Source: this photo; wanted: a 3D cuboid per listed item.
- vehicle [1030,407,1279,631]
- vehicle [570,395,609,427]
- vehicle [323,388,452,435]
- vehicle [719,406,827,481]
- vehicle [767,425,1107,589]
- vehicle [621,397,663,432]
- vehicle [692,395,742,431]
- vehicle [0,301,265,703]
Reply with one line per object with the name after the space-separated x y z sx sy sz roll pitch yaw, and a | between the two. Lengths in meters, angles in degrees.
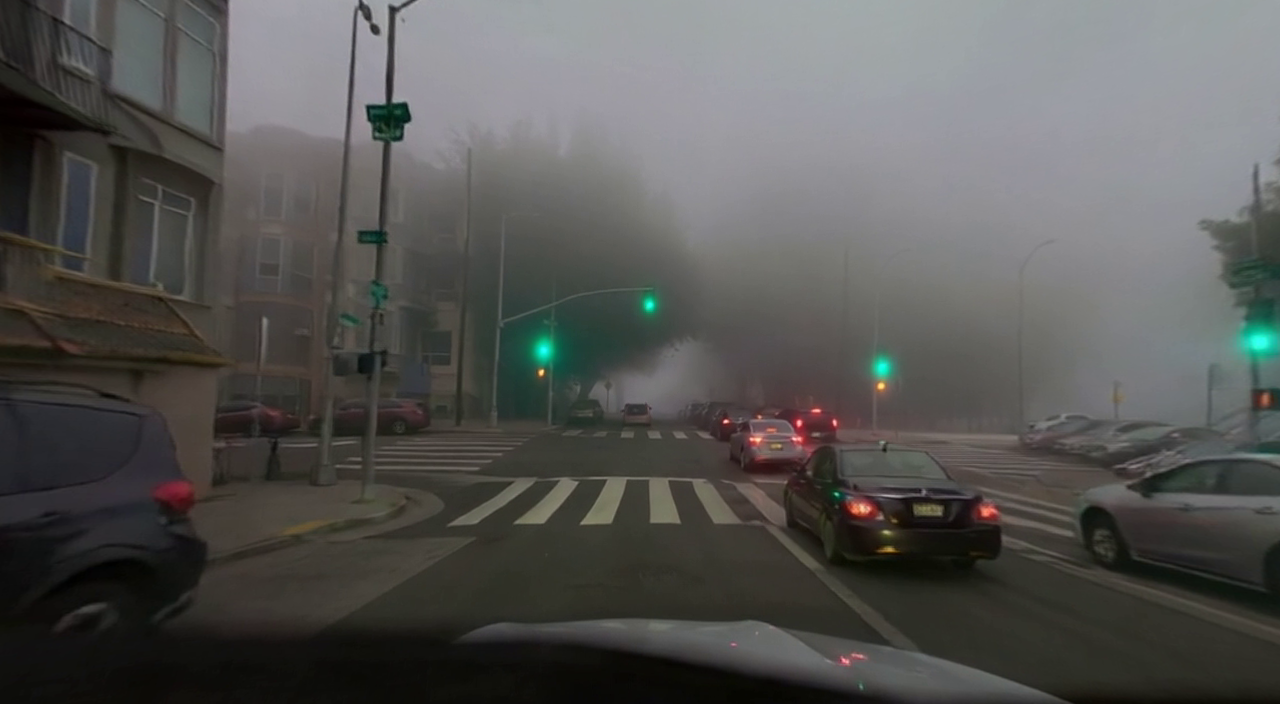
6.085 1.459 5.908 1.999 1.752 4.502 0 -9 1 | vehicle
-2.688 3.279 34.297 1.878 1.521 3.697 0 -9 -1 | vehicle
-10.173 2.458 25.652 4.304 1.755 2.083 0 -9 1 | vehicle
3.327 2.285 16.562 1.970 1.490 4.016 0 -2 0 | vehicle
3.120 1.739 8.012 2.055 1.450 4.676 0 -9 0 | vehicle
0.126 3.048 30.273 1.923 1.460 3.923 0 -9 1 | vehicle
3.888 3.217 32.656 2.093 1.655 4.327 0 -9 1 | vehicle
-3.577 0.639 1.767 2.016 1.885 4.723 0 -9 1 | vehicle
